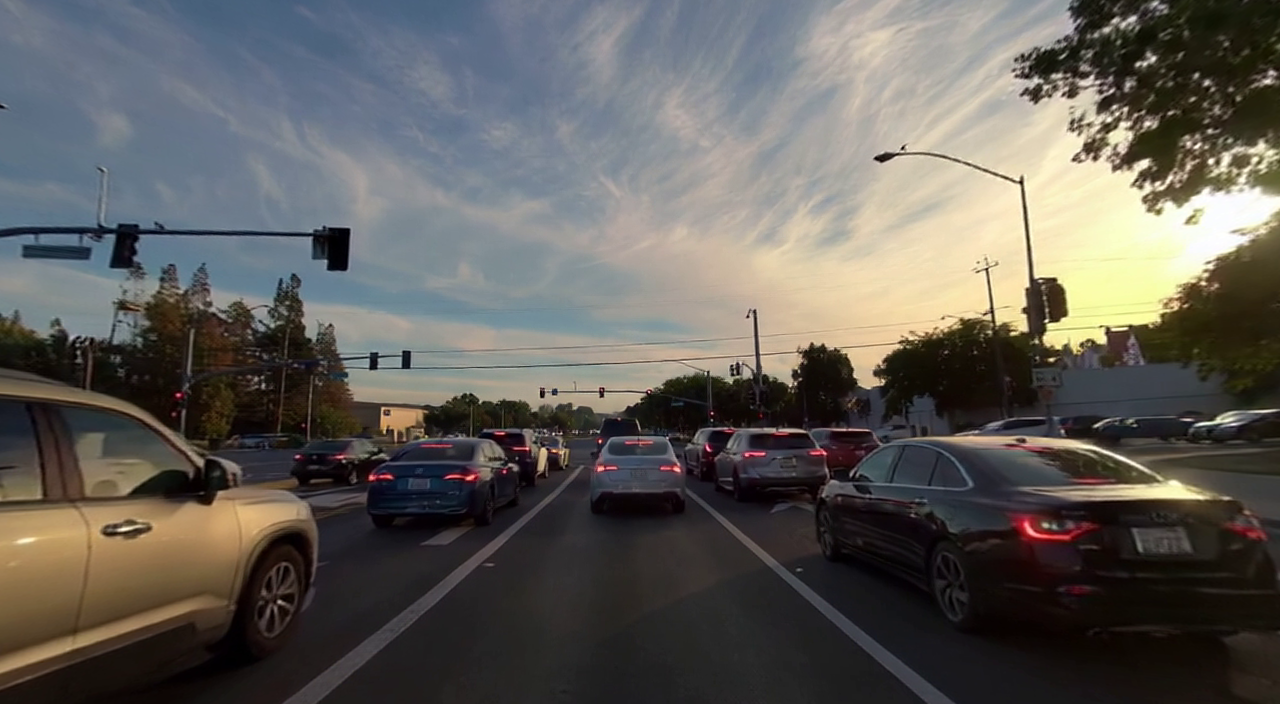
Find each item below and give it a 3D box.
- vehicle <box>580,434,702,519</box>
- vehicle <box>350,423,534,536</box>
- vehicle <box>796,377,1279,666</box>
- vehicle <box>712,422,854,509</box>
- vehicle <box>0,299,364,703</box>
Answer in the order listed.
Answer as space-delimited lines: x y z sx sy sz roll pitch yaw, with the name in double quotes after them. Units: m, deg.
-0.065 2.400 12.679 2.076 1.438 3.770 0 -8 -2 "vehicle"
-3.113 2.090 10.961 1.896 1.546 4.378 0 -8 -2 "vehicle"
3.140 1.310 5.975 2.074 1.685 4.387 0 -8 -2 "vehicle"
3.004 2.497 14.283 2.106 1.667 4.101 0 -8 -2 "vehicle"
-3.226 0.792 2.695 2.079 1.756 4.676 0 -8 -2 "vehicle"
